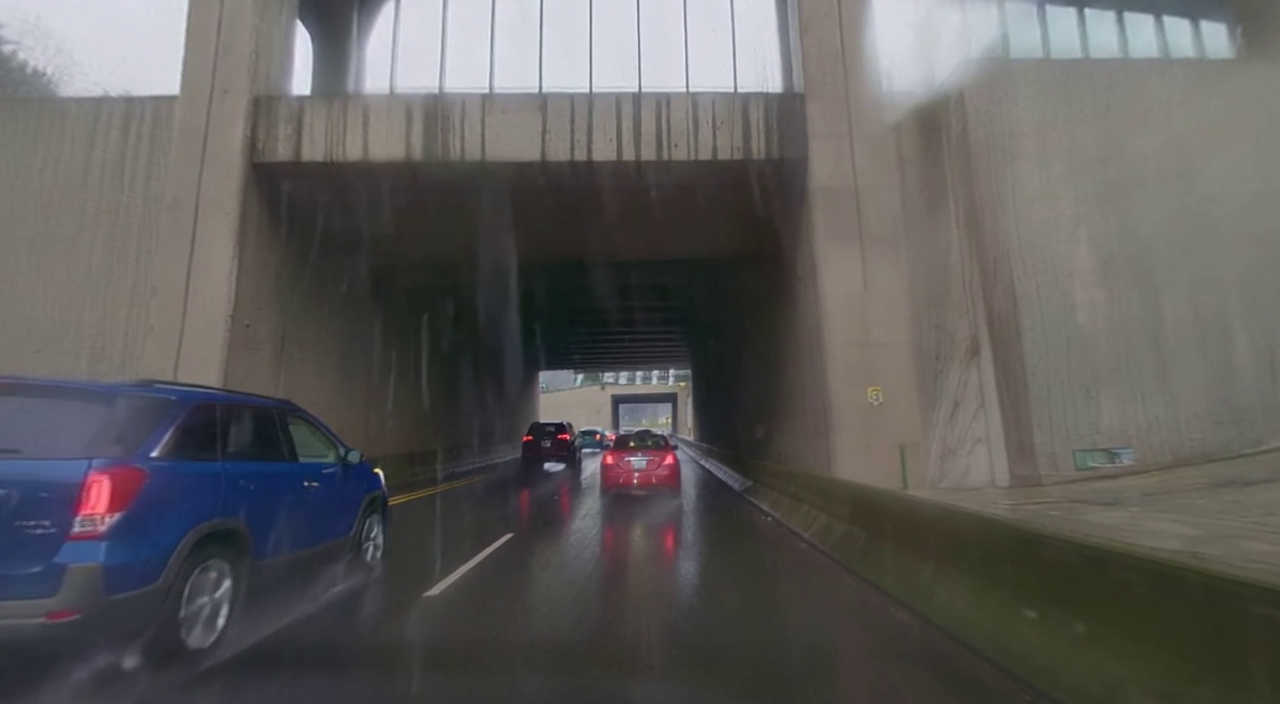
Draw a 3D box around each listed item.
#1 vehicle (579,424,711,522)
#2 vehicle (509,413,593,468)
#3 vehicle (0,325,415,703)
[{"bbox_3d":[0.041,2.159,11.759,2.020,1.478,4.092,0,-8,-1],"label":"vehicle"},{"bbox_3d":[-3.394,3.602,25.456,2.329,1.948,5.800,0,-8,2],"label":"vehicle"},{"bbox_3d":[-3.568,1.093,4.718,2.017,1.761,4.572,0,-8,1],"label":"vehicle"}]
